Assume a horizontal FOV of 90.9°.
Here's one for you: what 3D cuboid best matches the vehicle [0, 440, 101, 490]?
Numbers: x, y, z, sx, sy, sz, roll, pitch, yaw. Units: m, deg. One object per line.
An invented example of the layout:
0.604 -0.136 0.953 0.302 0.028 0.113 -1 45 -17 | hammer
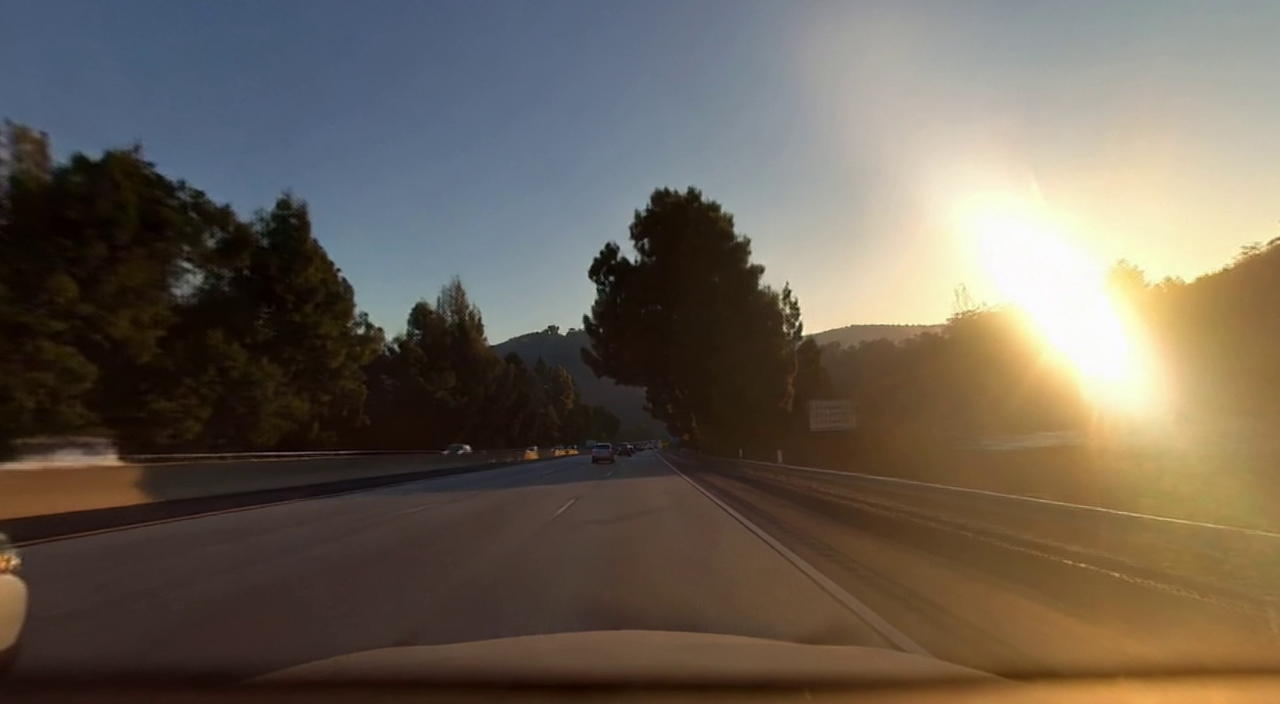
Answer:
-20.946 3.676 20.774 1.962 1.549 4.878 0 -8 2 | vehicle
